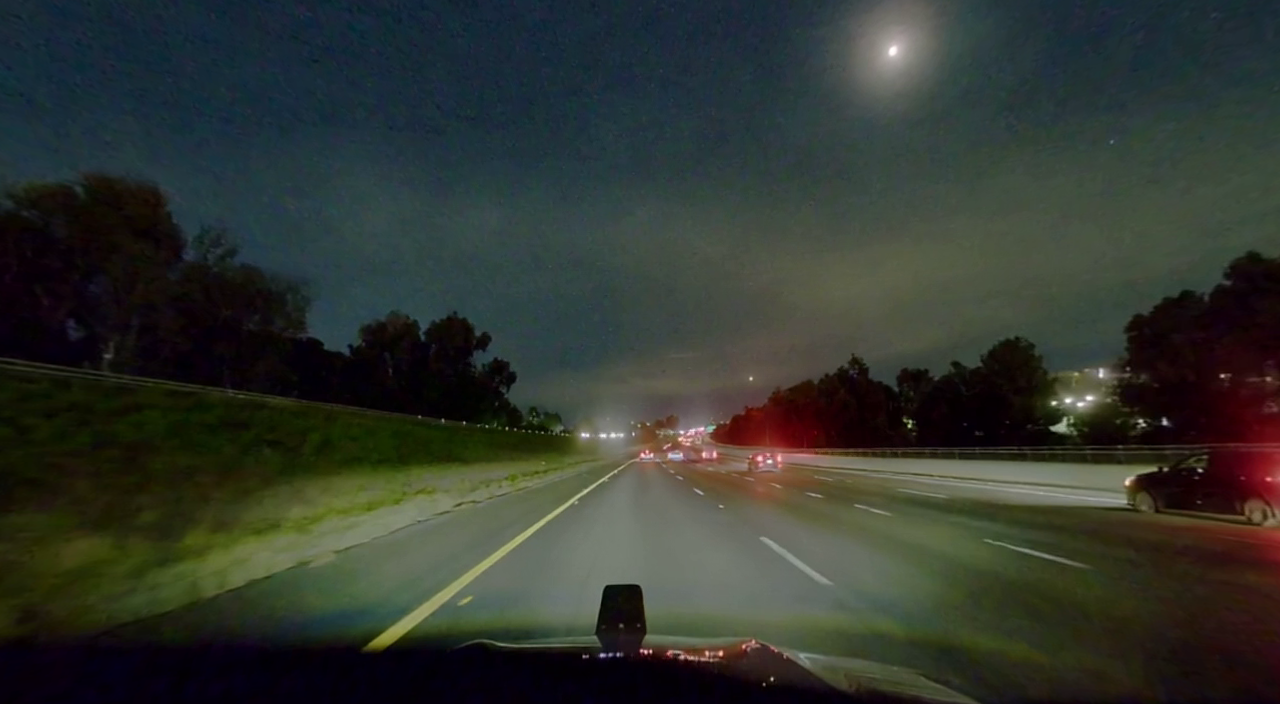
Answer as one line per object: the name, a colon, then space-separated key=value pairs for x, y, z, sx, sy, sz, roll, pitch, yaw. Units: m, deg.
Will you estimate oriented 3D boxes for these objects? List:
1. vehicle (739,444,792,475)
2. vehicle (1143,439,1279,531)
vehicle: x=7.172 y=6.200 z=36.493 sx=2.048 sy=1.697 sz=4.689 roll=0 pitch=-8 yaw=-1
vehicle: x=11.438 y=2.200 z=10.495 sx=2.093 sy=1.477 sz=4.804 roll=0 pitch=-8 yaw=0
